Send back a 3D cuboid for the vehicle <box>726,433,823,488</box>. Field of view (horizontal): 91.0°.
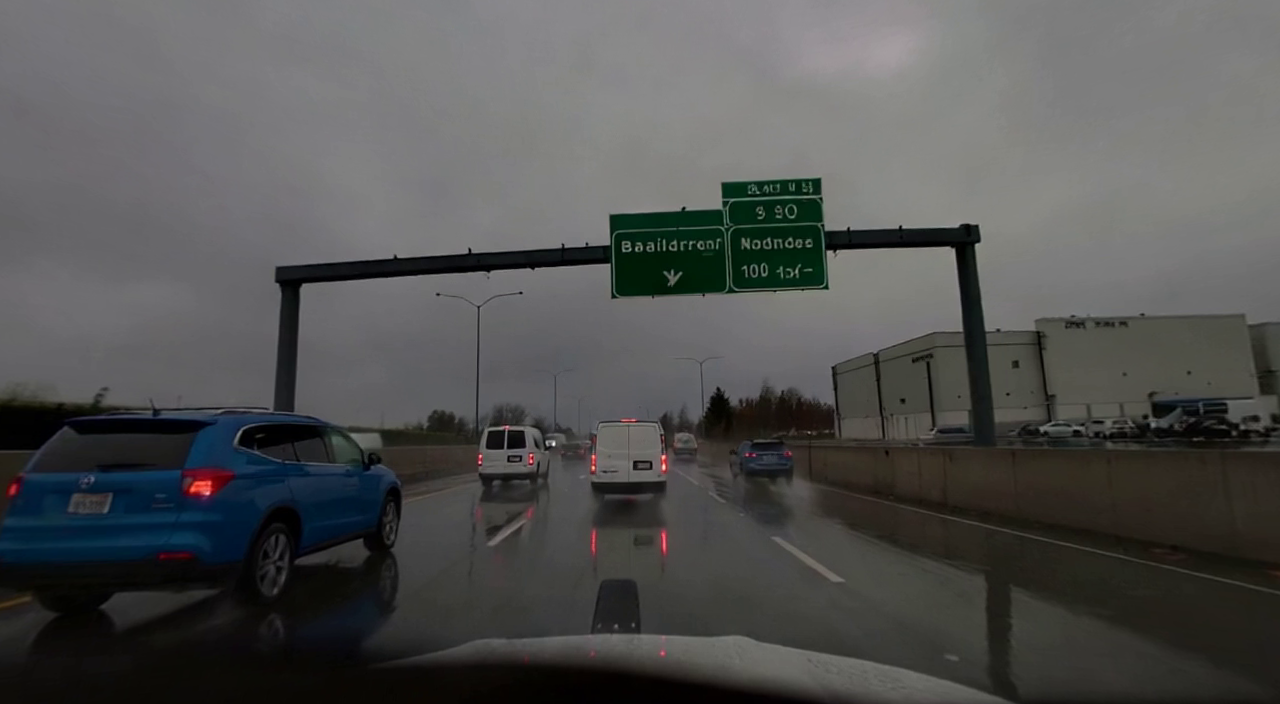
[{"bbox_3d":[4.033,3.303,19.536,1.999,1.494,3.833,0,-8,-2],"label":"vehicle"}]

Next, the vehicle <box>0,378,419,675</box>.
[{"bbox_3d":[-3.807,1.316,5.878,1.972,1.703,4.333,0,-8,-1],"label":"vehicle"}]

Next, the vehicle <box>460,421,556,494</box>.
[{"bbox_3d":[-3.869,3.174,19.263,2.038,1.936,4.300,0,-8,-1],"label":"vehicle"}]

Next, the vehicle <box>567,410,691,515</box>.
[{"bbox_3d":[-0.284,2.364,13.928,2.304,1.925,4.282,0,-8,-2],"label":"vehicle"}]

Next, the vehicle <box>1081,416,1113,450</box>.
[{"bbox_3d":[30.810,5.470,42.405,1.480,2.238,1.864,-6,-10,36],"label":"vehicle"}]

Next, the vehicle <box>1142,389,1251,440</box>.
[{"bbox_3d":[36.307,4.193,41.285,2.528,3.094,4.804,-1,-8,1],"label":"vehicle"}]
